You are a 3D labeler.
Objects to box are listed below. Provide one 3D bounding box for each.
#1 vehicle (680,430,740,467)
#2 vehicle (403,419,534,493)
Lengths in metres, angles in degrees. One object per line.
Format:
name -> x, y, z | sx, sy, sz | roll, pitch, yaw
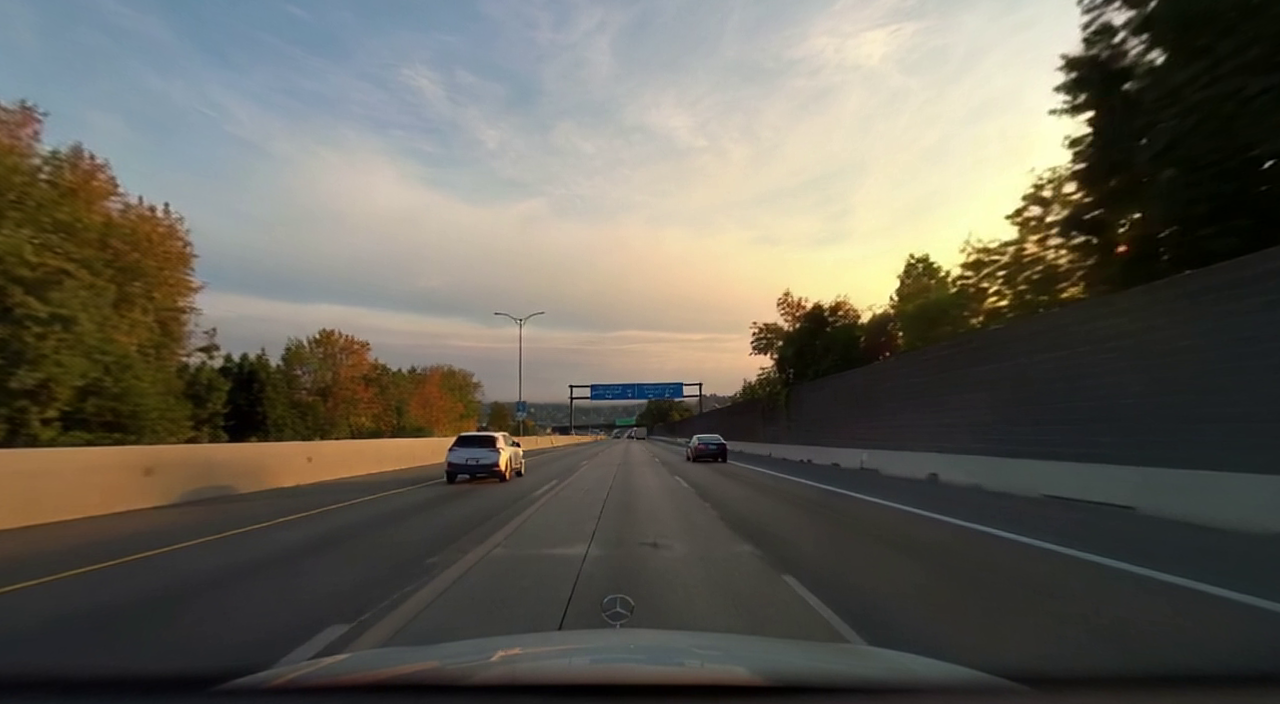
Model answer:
vehicle -> 3.061, 4.314, 28.424 | 2.077, 1.523, 4.539 | 0, -7, -2
vehicle -> -4.208, 2.611, 16.228 | 2.219, 1.660, 4.153 | 0, -7, -1
